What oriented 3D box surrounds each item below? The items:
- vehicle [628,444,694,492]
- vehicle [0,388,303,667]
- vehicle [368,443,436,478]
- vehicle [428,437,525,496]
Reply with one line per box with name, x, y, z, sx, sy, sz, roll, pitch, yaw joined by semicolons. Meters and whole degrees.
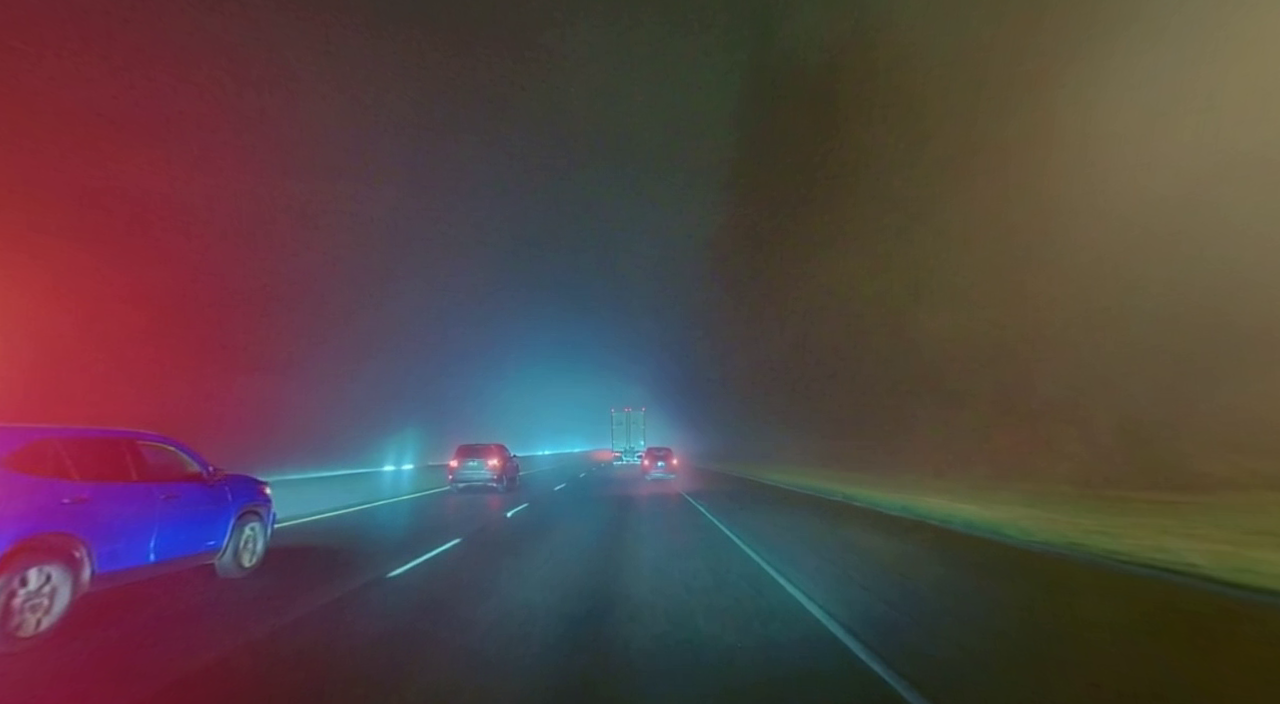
vehicle;0.608;3.927;21.554;2.026;1.489;4.045;0;-9;-2
vehicle;-4.951;1.276;5.120;2.100;1.671;4.105;0;-9;-1
vehicle;-14.031;6.406;37.262;2.108;1.901;4.970;0;-9;-1
vehicle;-5.088;3.621;20.105;2.035;1.664;4.064;0;-9;0
